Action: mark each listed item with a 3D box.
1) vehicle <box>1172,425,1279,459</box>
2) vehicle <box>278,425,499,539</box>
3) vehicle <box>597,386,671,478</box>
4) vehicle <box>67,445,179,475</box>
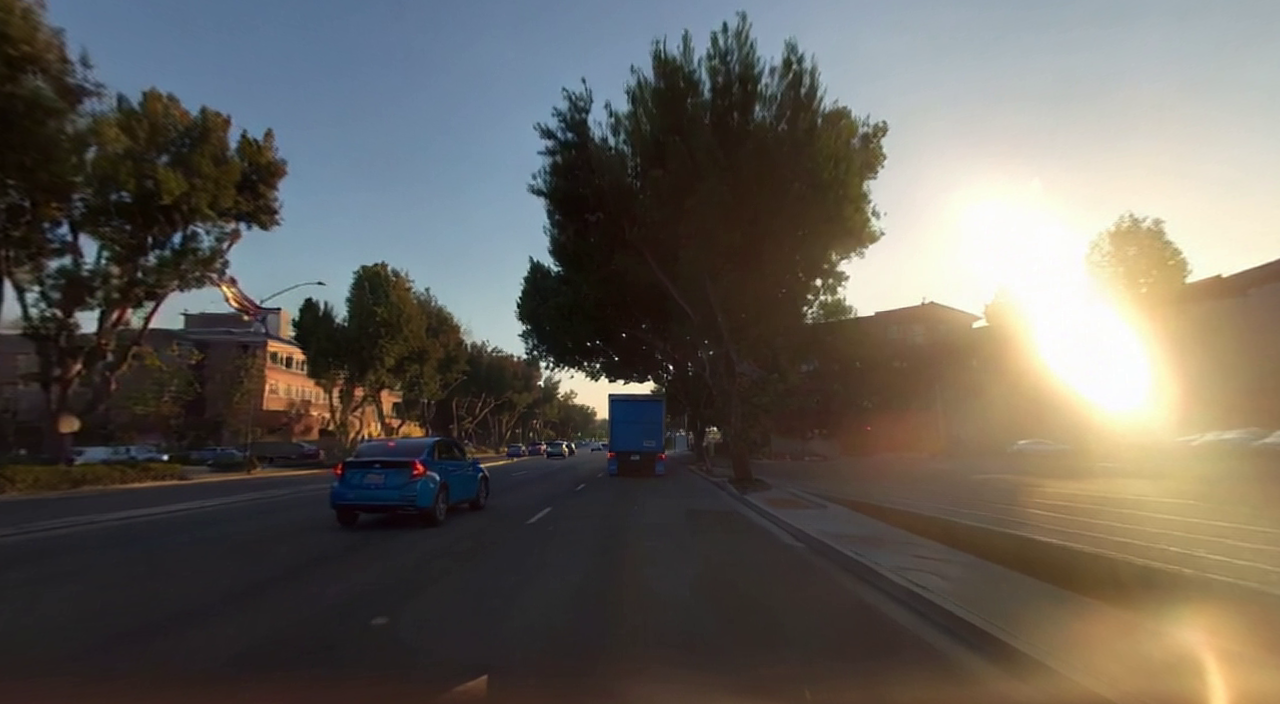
[{"bbox_3d":[25.686,3.929,27.370,3.503,1.419,1.646,1,-8,-4],"label":"vehicle"},{"bbox_3d":[-4.058,2.164,11.111,2.078,1.597,4.355,0,-8,0],"label":"vehicle"},{"bbox_3d":[-0.183,3.816,29.428,2.905,3.644,8.807,0,-8,1],"label":"vehicle"},{"bbox_3d":[-35.963,7.498,43.772,5.845,1.983,2.215,-1,-8,2],"label":"vehicle"}]
